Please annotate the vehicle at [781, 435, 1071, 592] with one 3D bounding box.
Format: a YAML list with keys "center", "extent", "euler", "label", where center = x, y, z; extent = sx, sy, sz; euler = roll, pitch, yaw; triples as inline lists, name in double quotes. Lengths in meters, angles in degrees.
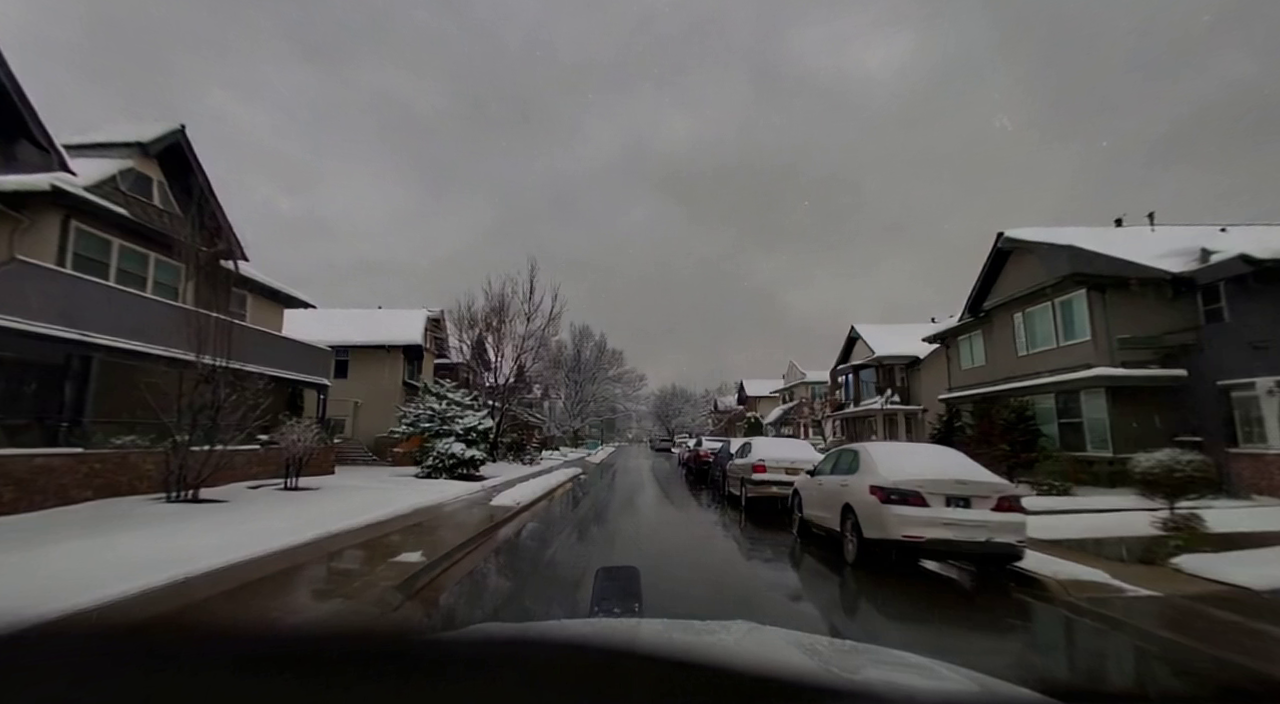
- center: [3.158, 1.804, 8.009]
  extent: [1.759, 1.464, 3.993]
  euler: [0, -8, -1]
  label: "vehicle"
